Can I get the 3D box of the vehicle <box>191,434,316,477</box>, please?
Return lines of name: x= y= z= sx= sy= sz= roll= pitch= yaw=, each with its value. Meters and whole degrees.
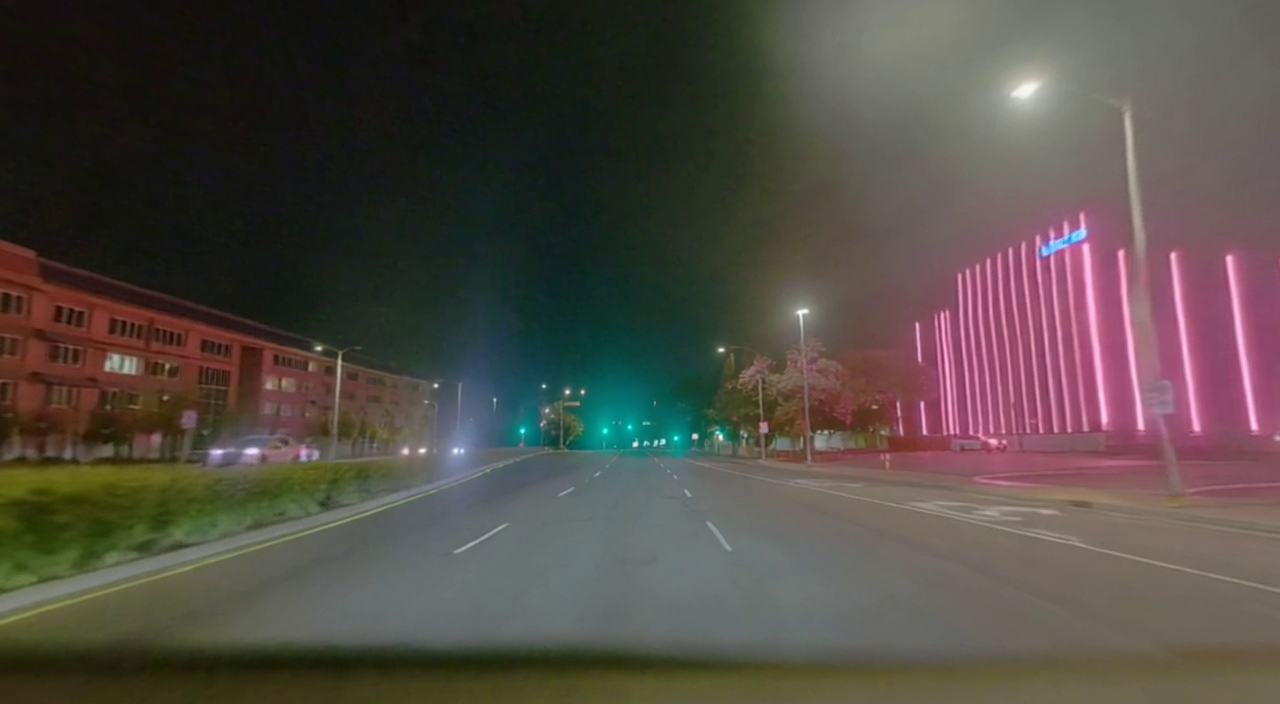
vehicle: x=-18.267 y=4.918 z=30.255 sx=2.204 sy=1.821 sz=5.864 roll=0 pitch=-8 yaw=0

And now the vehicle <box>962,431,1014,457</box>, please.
vehicle: x=23.263 y=6.178 z=42.332 sx=1.815 sy=1.618 sz=4.383 roll=-2 pitch=-9 yaw=13
